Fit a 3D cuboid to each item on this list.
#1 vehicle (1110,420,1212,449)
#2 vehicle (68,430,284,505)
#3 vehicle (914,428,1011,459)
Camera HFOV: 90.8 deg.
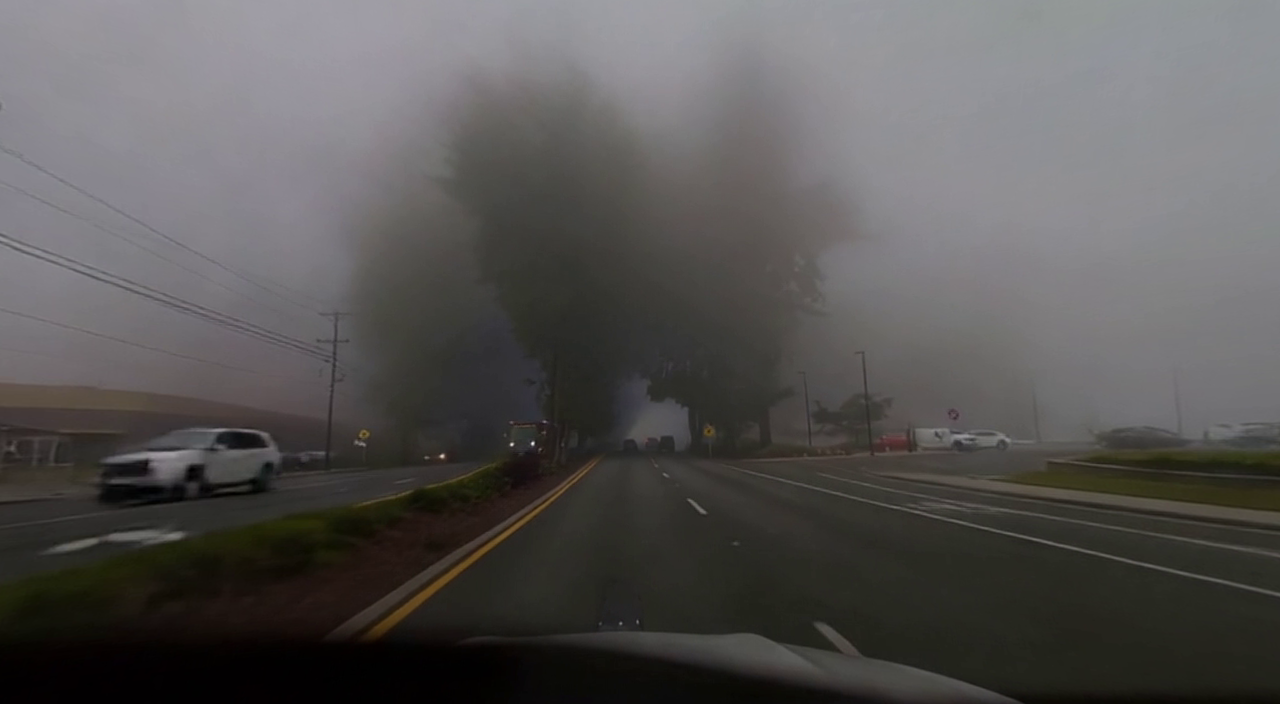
[{"bbox_3d":[32.950,5.271,40.201,2.083,1.716,5.134,0,-8,0],"label":"vehicle"},{"bbox_3d":[-12.760,3.182,17.988,2.057,1.795,5.300,-1,-8,1],"label":"vehicle"},{"bbox_3d":[17.781,5.083,34.974,4.264,1.428,1.822,-4,-9,4],"label":"vehicle"}]
